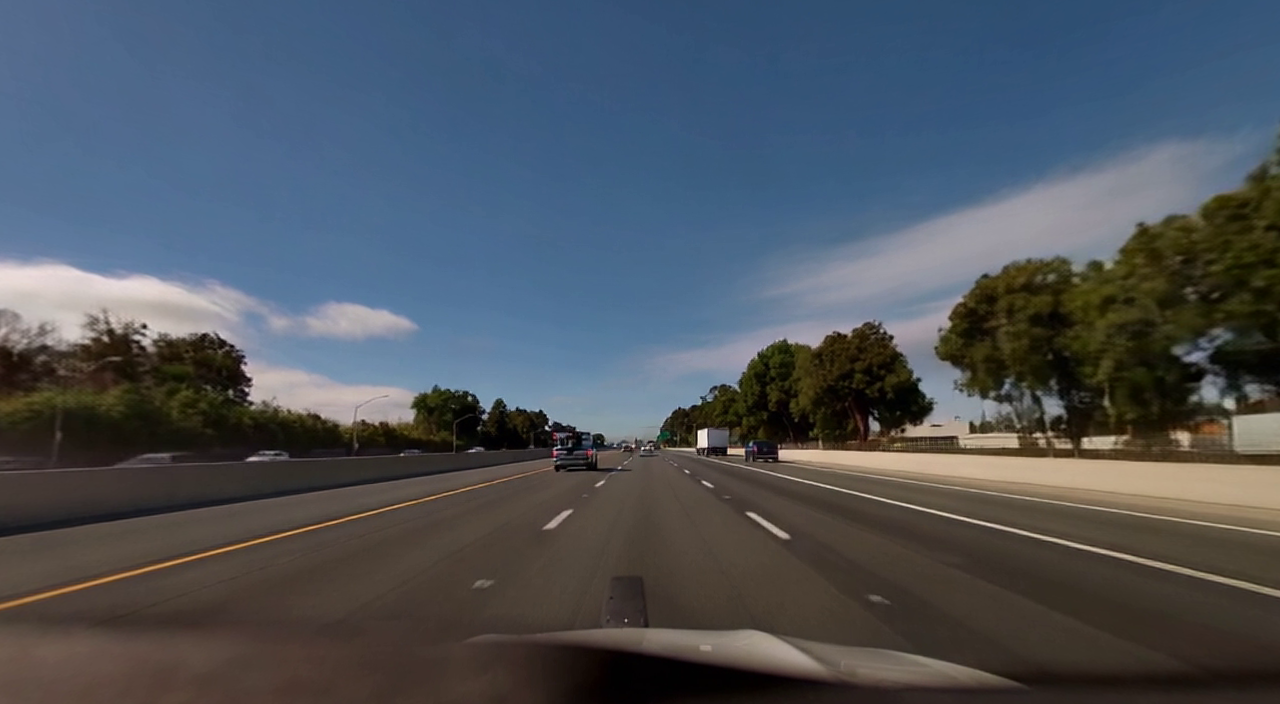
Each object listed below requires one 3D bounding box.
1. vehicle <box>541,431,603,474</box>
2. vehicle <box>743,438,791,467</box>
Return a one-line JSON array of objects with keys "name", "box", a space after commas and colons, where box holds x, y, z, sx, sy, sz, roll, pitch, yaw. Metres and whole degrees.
[{"name": "vehicle", "box": [-3.284, 5.030, 31.773, 2.453, 1.952, 5.320, 0, -8, 1]}, {"name": "vehicle", "box": [7.739, 6.177, 38.934, 2.063, 1.706, 4.259, 0, -8, 0]}]
